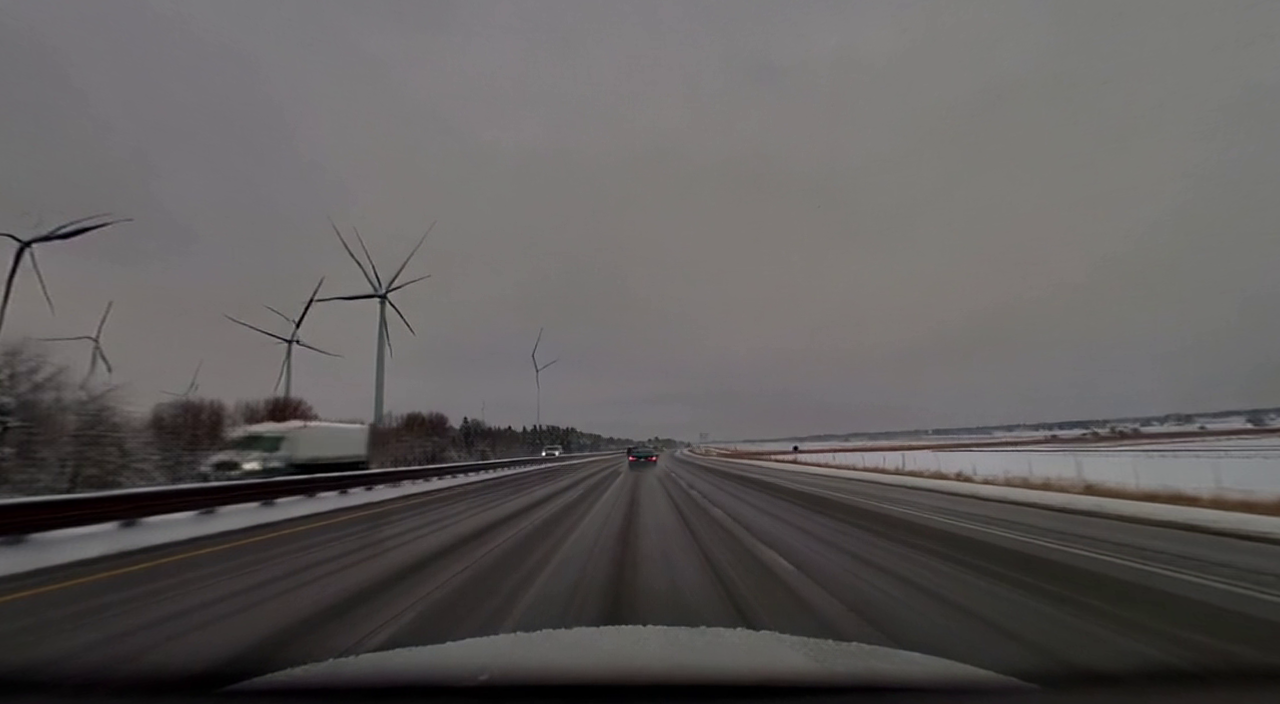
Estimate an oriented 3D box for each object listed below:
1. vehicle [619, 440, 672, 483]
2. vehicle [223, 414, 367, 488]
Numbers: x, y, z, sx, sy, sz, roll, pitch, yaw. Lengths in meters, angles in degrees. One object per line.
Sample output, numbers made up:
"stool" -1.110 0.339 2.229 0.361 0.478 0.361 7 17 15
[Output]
"vehicle" 0.211 4.610 26.739 2.083 1.653 3.787 0 -9 -1
"vehicle" -15.753 4.616 29.531 2.585 3.015 7.117 0 -9 0
